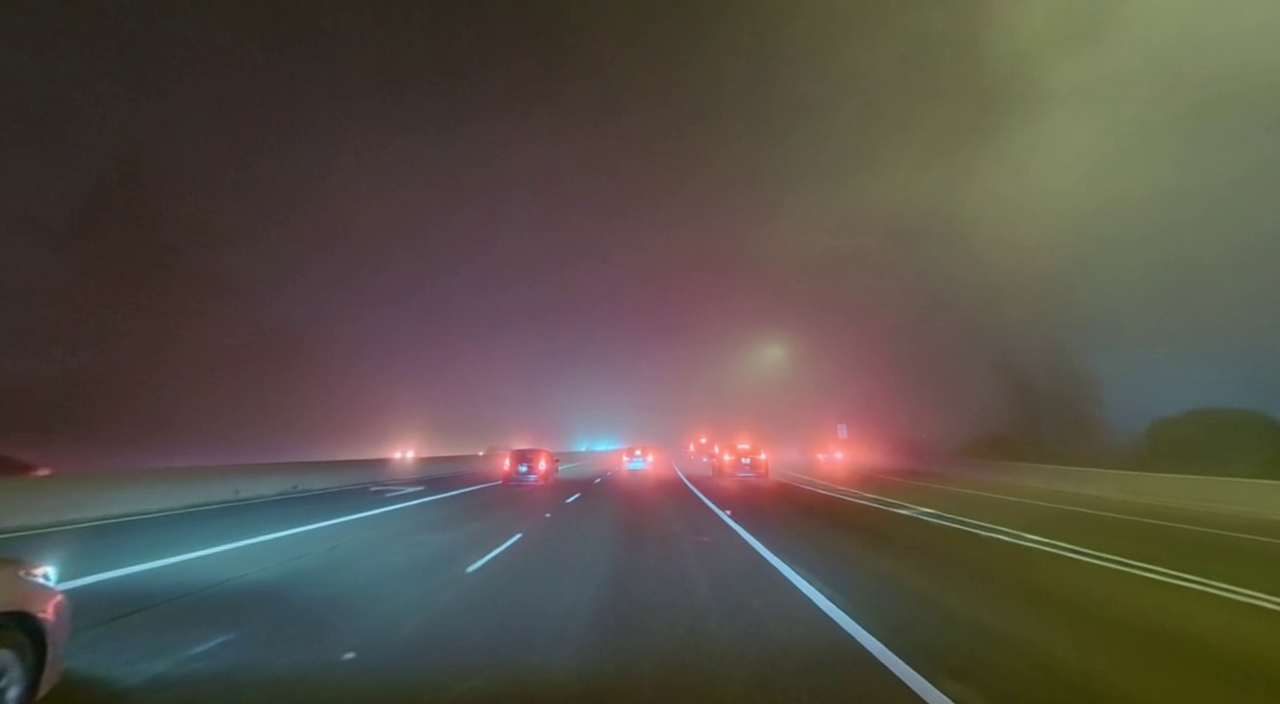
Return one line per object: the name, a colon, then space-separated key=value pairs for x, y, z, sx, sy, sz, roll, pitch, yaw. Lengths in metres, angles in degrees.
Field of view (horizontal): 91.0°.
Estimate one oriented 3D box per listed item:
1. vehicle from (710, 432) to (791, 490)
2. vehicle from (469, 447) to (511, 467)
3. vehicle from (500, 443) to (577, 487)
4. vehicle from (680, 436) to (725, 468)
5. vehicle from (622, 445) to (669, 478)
vehicle: x=3.653 y=3.709 z=21.699 sx=2.045 sy=1.768 sz=4.249 roll=0 pitch=-9 yaw=0
vehicle: x=-11.832 y=8.278 z=49.913 sx=2.042 sy=1.526 sz=4.580 roll=0 pitch=-9 yaw=3
vehicle: x=-3.708 y=4.196 z=23.755 sx=1.996 sy=1.488 sz=4.451 roll=0 pitch=-9 yaw=2
vehicle: x=4.524 y=7.467 z=47.061 sx=2.802 sy=2.151 sz=6.579 roll=0 pitch=-9 yaw=1
vehicle: x=0.276 y=5.183 z=30.074 sx=2.071 sy=1.478 sz=4.130 roll=0 pitch=-9 yaw=1
